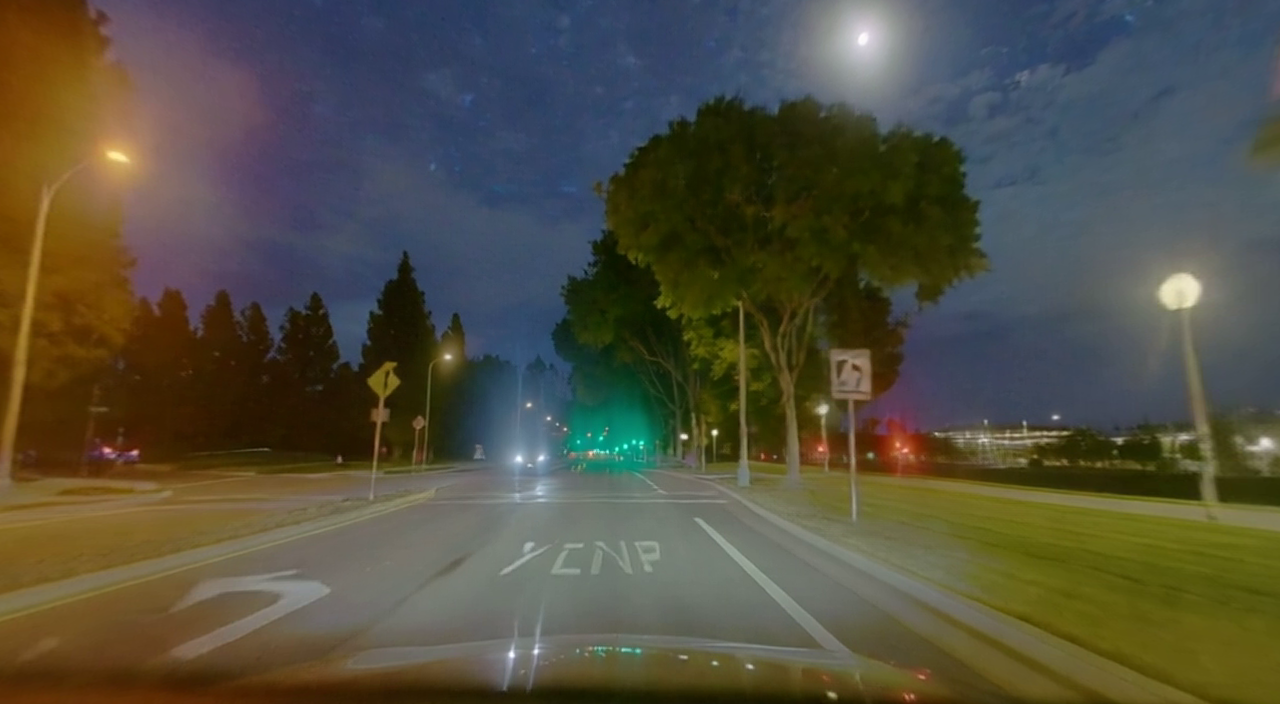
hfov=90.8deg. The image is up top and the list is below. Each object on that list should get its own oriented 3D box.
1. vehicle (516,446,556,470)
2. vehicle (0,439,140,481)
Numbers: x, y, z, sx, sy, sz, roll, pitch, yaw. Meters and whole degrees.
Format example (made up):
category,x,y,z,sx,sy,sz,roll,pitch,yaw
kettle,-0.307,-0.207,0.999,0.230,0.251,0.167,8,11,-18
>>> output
category,x,y,z,sx,sy,sz,roll,pitch,yaw
vehicle,-7.889,8.068,48.268,2.036,1.686,4.780,-1,-8,2
vehicle,-22.189,4.105,24.178,4.534,1.488,1.930,-1,-8,3
